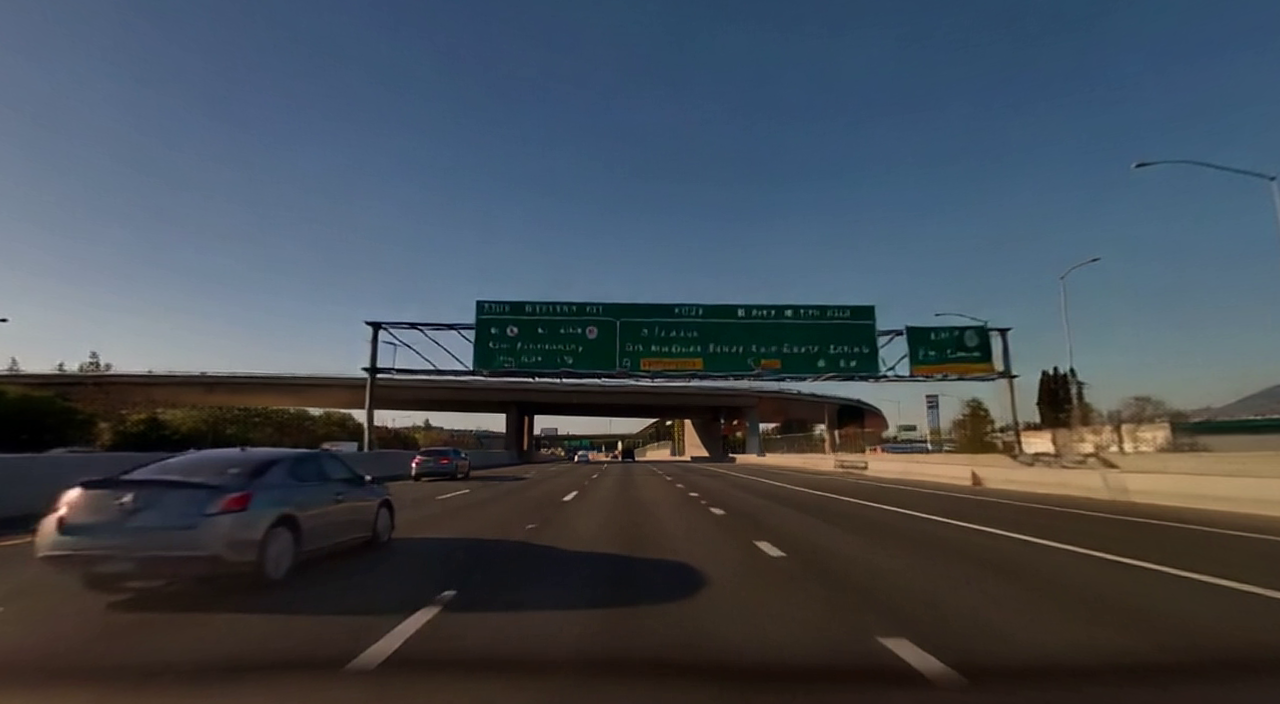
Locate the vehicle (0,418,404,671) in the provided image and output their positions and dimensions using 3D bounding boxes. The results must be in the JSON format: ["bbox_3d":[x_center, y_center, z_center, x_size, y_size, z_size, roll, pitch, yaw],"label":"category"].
[{"bbox_3d":[-4.120,1.488,6.022,2.050,1.507,4.316,0,-9,0],"label":"vehicle"}]

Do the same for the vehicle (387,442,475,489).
[{"bbox_3d":[-7.688,4.210,23.739,1.924,1.601,4.115,0,-9,-1],"label":"vehicle"}]
